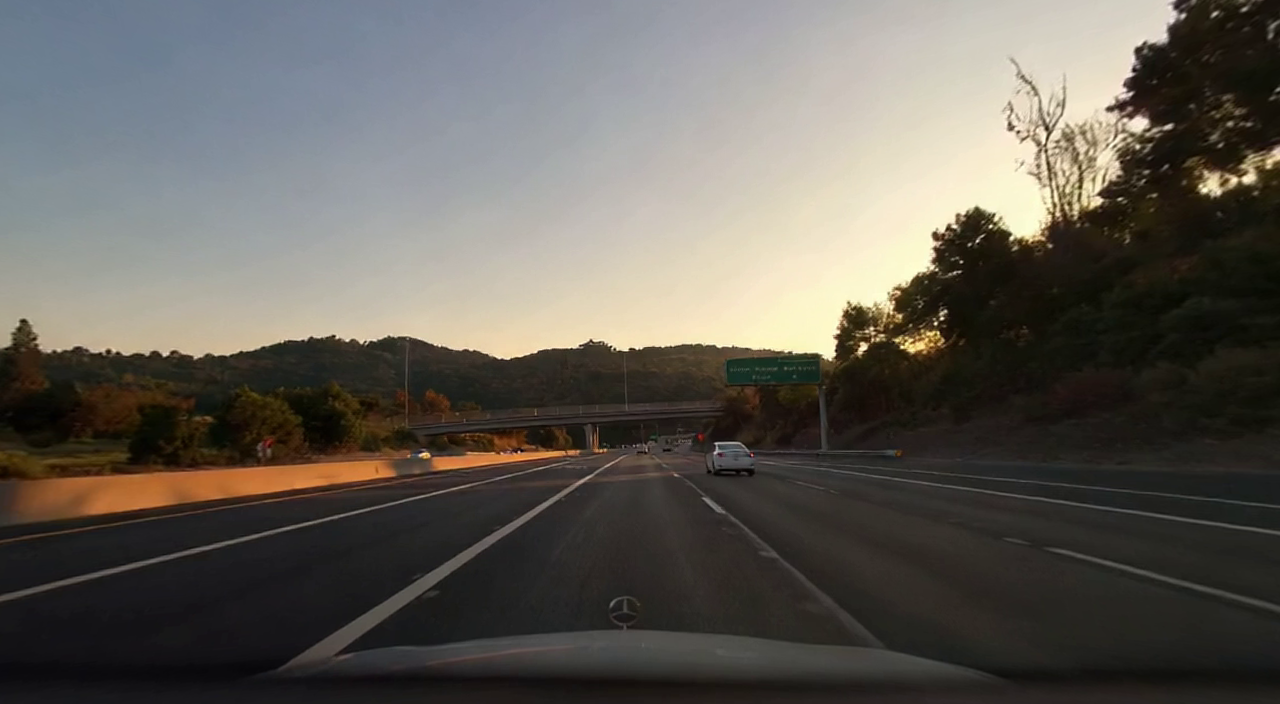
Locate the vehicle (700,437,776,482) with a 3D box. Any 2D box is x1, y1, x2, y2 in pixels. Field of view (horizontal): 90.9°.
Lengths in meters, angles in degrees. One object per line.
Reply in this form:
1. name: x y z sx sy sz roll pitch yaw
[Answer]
1. vehicle: 3.568 4.022 23.874 1.999 1.492 4.673 0 -8 -1
